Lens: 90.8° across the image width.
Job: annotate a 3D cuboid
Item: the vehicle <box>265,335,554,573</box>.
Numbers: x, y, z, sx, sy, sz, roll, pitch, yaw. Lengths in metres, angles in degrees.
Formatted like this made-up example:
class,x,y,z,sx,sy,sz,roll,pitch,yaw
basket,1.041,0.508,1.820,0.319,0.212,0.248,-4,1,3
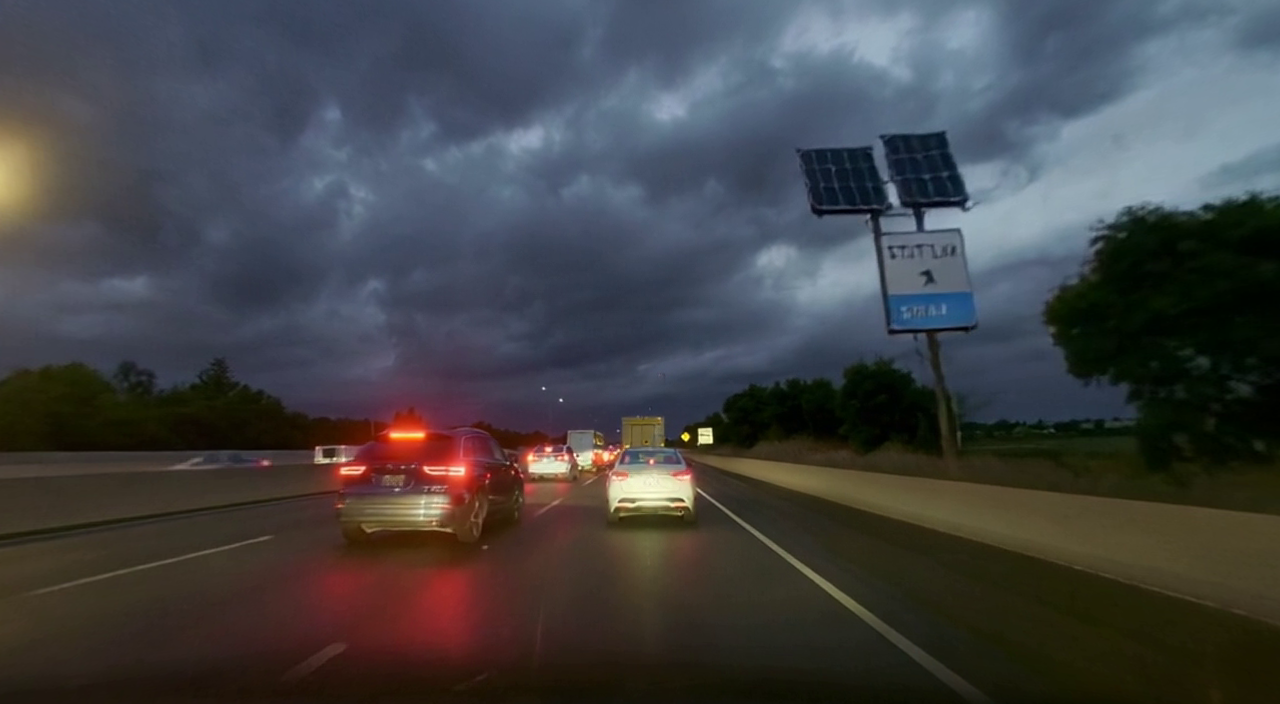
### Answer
class,x,y,z,sx,sy,sz,roll,pitch,yaw
vehicle,-3.125,1.672,10.752,2.289,2.757,6.726,0,-9,0

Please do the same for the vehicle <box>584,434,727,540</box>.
class,x,y,z,sx,sy,sz,roll,pitch,yaw
vehicle,0.210,2.224,10.900,2.063,1.507,3.488,0,-9,0
